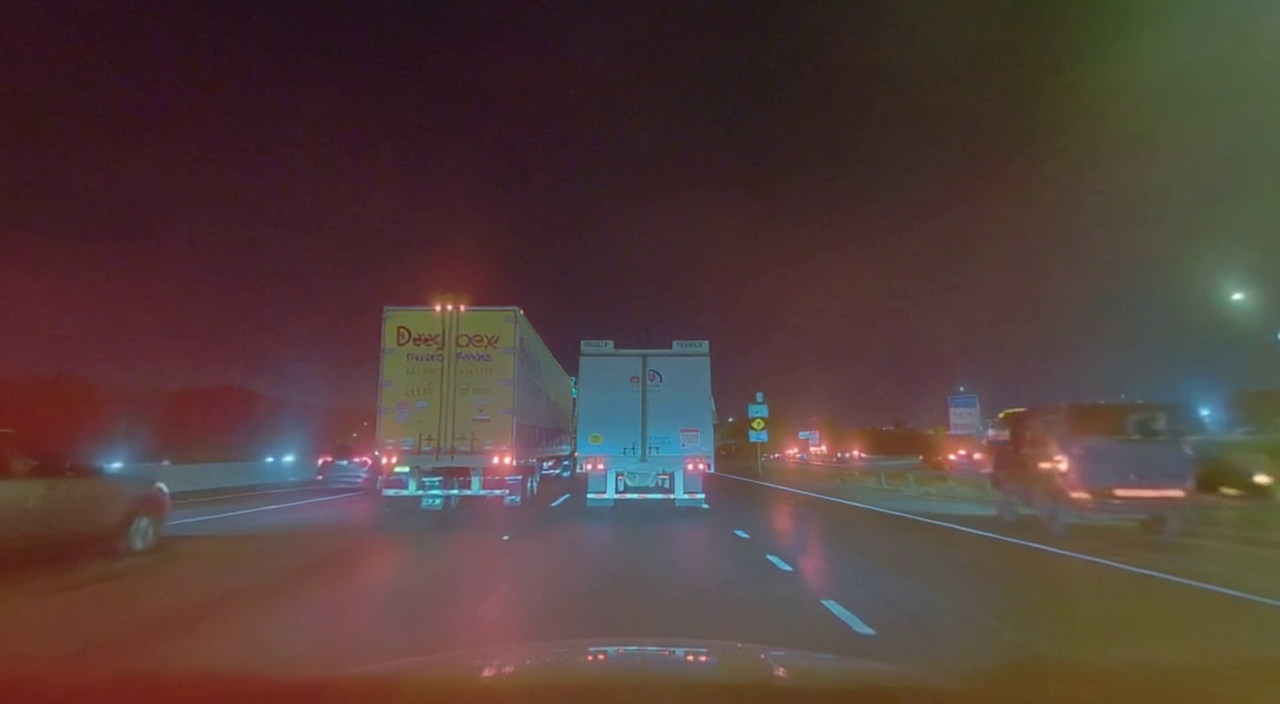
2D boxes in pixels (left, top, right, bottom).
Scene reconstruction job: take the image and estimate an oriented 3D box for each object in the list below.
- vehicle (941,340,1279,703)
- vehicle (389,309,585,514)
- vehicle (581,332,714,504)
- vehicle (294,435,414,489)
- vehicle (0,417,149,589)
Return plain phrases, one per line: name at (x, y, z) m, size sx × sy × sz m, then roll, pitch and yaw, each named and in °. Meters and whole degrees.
vehicle at (3.912, 0.935, 3.511) m, size 2.136 × 1.753 × 4.644 m, roll 0°, pitch -9°, yaw 0°
vehicle at (-3.729, 2.361, 20.633) m, size 2.873 × 4.107 × 15.970 m, roll 0°, pitch -9°, yaw -2°
vehicle at (0.087, 2.167, 18.953) m, size 2.910 × 3.828 × 9.805 m, roll 0°, pitch -9°, yaw -1°
vehicle at (-10.992, 4.261, 24.889) m, size 2.120 × 1.862 × 5.530 m, roll 0°, pitch -9°, yaw 0°
vehicle at (-7.389, 1.451, 5.916) m, size 2.017 × 1.694 × 4.420 m, roll 0°, pitch -9°, yaw -1°
